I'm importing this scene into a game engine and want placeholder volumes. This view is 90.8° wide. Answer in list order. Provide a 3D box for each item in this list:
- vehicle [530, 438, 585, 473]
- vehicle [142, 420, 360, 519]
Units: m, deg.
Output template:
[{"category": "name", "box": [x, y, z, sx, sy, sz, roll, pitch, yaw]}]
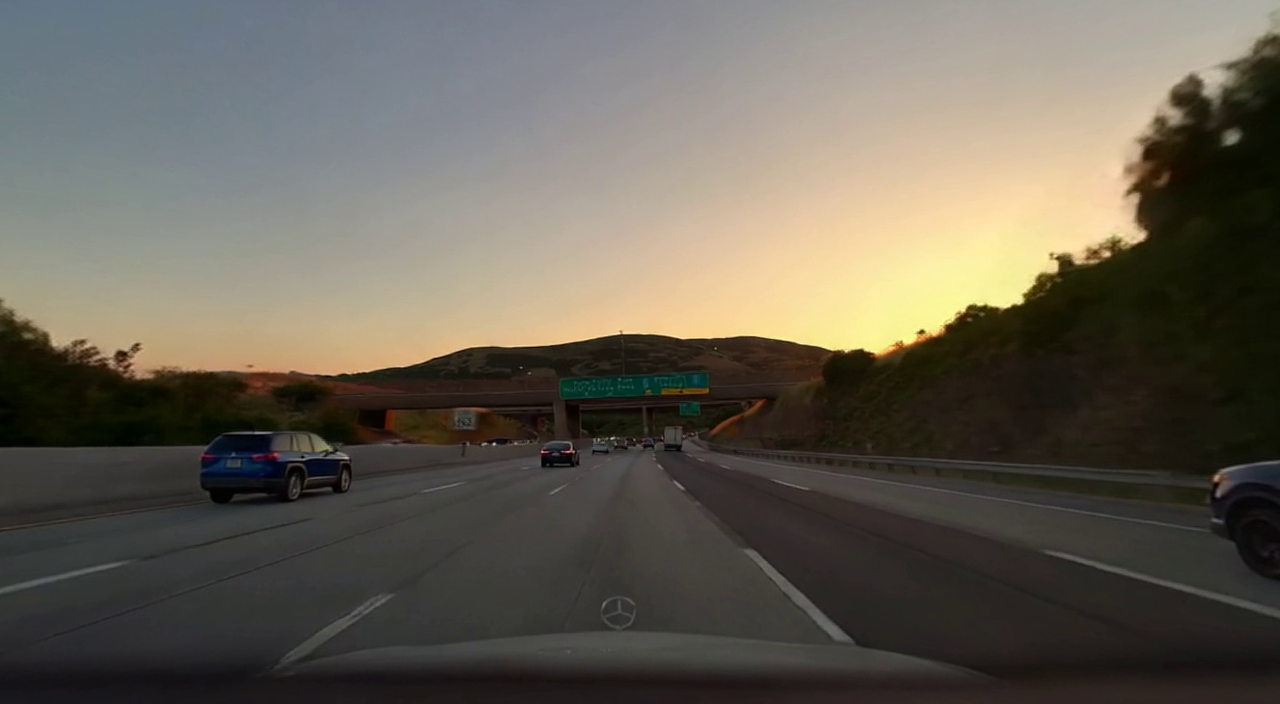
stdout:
[{"category": "vehicle", "box": [-3.725, 4.749, 29.167, 1.925, 1.509, 4.363, 0, -8, 0]}, {"category": "vehicle", "box": [-7.681, 2.340, 13.081, 1.860, 1.694, 4.173, 0, -8, -1]}]
